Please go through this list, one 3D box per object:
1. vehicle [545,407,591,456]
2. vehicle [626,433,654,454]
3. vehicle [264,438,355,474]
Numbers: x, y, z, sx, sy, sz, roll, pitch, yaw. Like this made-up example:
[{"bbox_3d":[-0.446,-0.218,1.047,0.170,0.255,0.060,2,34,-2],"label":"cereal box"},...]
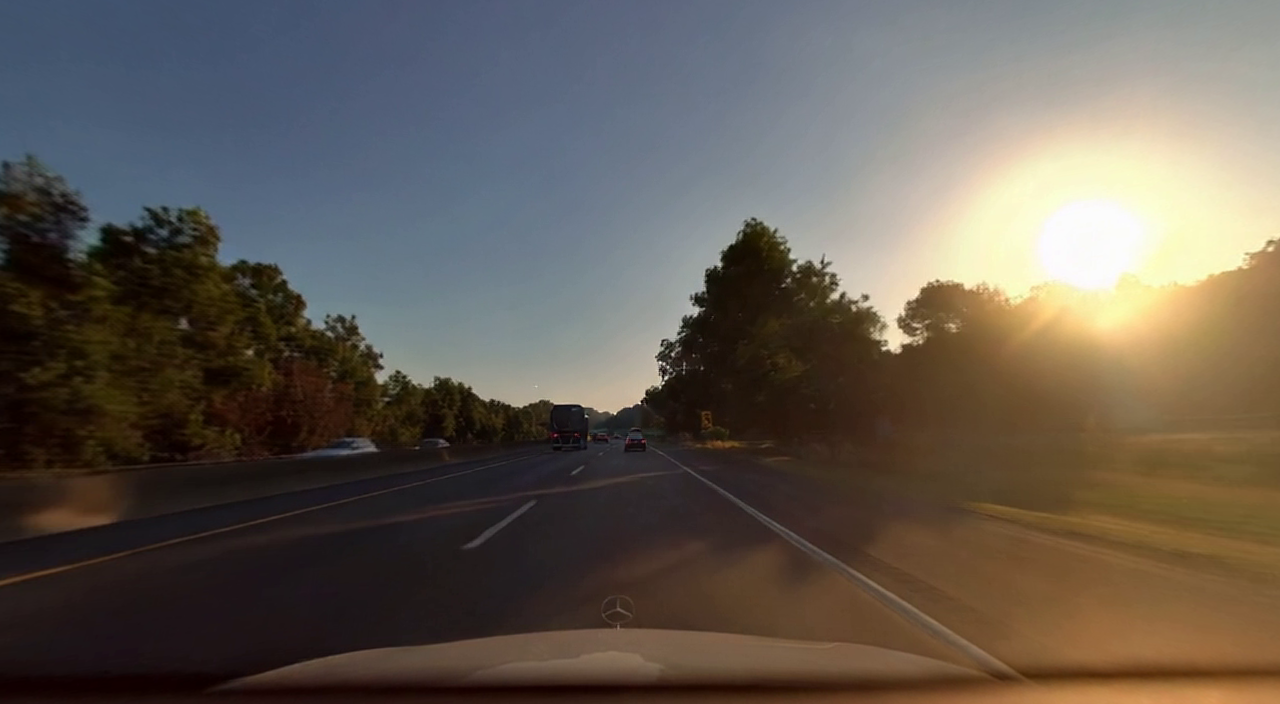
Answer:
[{"bbox_3d":[-4.831,5.545,43.457,2.450,3.098,6.965,0,-8,-1],"label":"vehicle"},{"bbox_3d":[-0.042,6.667,45.825,1.988,1.472,3.716,0,-8,-1],"label":"vehicle"},{"bbox_3d":[-14.565,4.570,27.947,1.970,1.455,3.822,0,-8,-1],"label":"vehicle"}]
